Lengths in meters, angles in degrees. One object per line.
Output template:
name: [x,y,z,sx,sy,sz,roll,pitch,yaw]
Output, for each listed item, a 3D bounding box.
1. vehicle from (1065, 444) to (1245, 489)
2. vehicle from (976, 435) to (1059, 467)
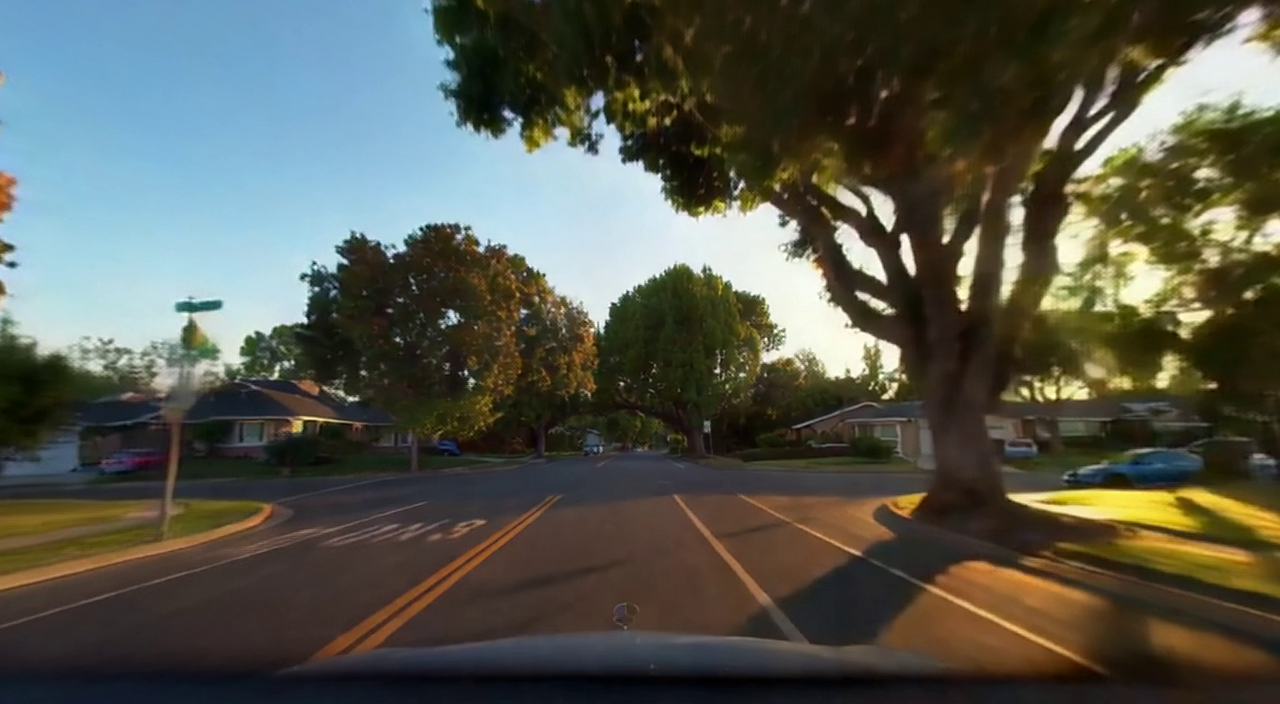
vehicle: [17.539,3.902,21.707,4.368,1.457,2.031,0,-9,1]
vehicle: [22.905,5.988,38.570,1.879,1.584,4.761,1,-5,-5]
